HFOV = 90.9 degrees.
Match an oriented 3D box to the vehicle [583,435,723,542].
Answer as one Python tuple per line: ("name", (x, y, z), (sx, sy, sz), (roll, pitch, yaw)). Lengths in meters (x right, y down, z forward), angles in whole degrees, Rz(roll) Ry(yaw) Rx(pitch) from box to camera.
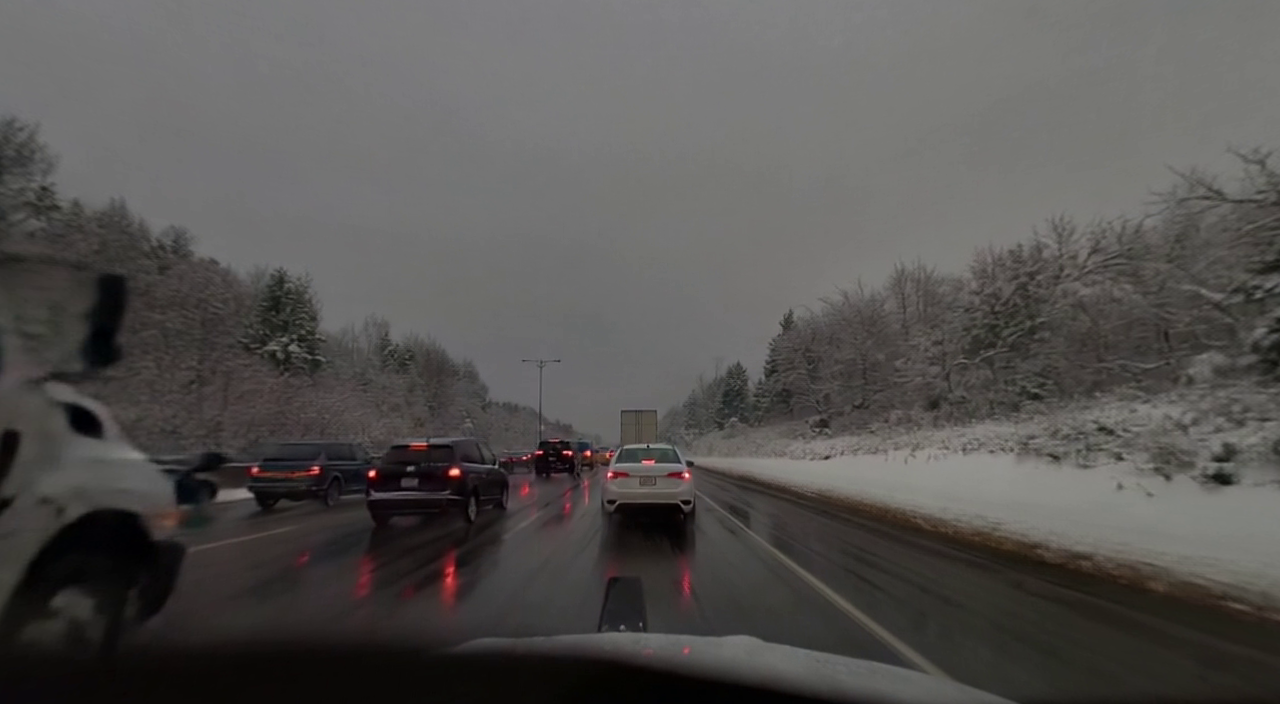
("vehicle", (0.163, 2.213, 10.733), (1.995, 1.495, 3.380), (0, -9, -1))

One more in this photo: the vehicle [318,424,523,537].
("vehicle", (-3.638, 2.230, 11.505), (2.165, 1.638, 4.317), (0, -9, 0))

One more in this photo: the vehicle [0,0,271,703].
("vehicle", (-3.884, -0.285, 0.119), (2.832, 3.293, 7.782), (0, -9, 0))
